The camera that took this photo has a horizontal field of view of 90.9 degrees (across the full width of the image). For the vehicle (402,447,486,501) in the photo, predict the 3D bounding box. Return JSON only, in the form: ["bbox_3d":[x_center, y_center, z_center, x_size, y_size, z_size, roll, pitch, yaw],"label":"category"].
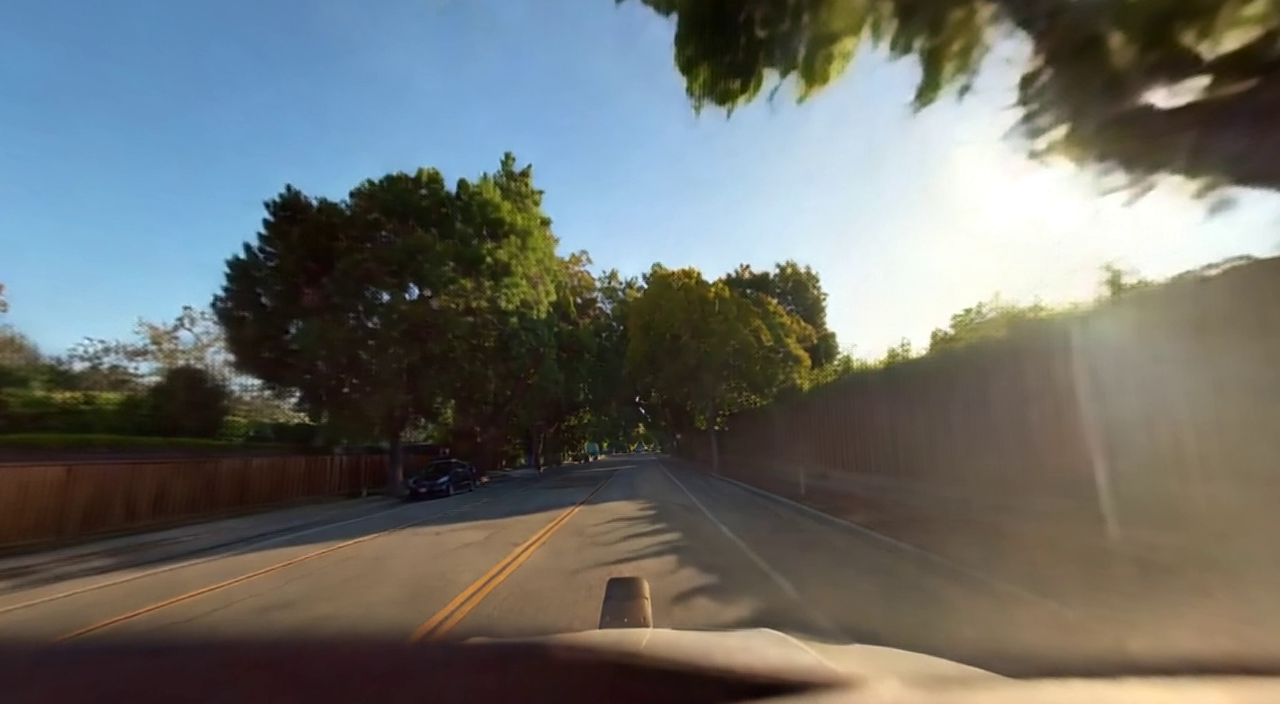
[{"bbox_3d":[-7.667,4.753,24.983,1.945,1.760,4.021,-3,-8,2],"label":"vehicle"}]
